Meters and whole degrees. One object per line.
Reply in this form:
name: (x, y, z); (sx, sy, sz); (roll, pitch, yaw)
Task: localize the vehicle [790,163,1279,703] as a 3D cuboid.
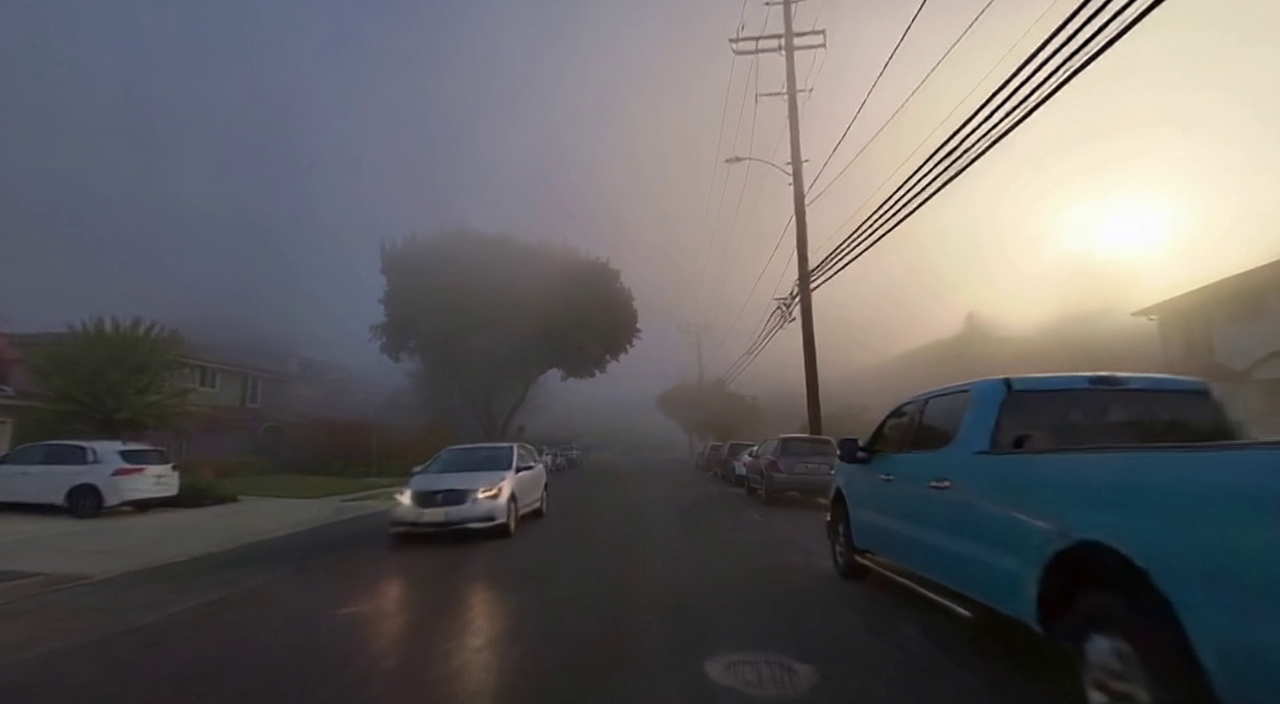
vehicle: (2.943, 0.916, 4.209); (2.437, 2.015, 6.511); (0, -9, 1)

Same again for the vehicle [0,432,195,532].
vehicle: (-14.012, 2.779, 13.897); (6.607, 1.954, 2.467); (0, -9, 2)

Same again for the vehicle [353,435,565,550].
vehicle: (-2.734, 2.246, 10.853); (2.213, 1.548, 4.370); (0, -9, 2)
